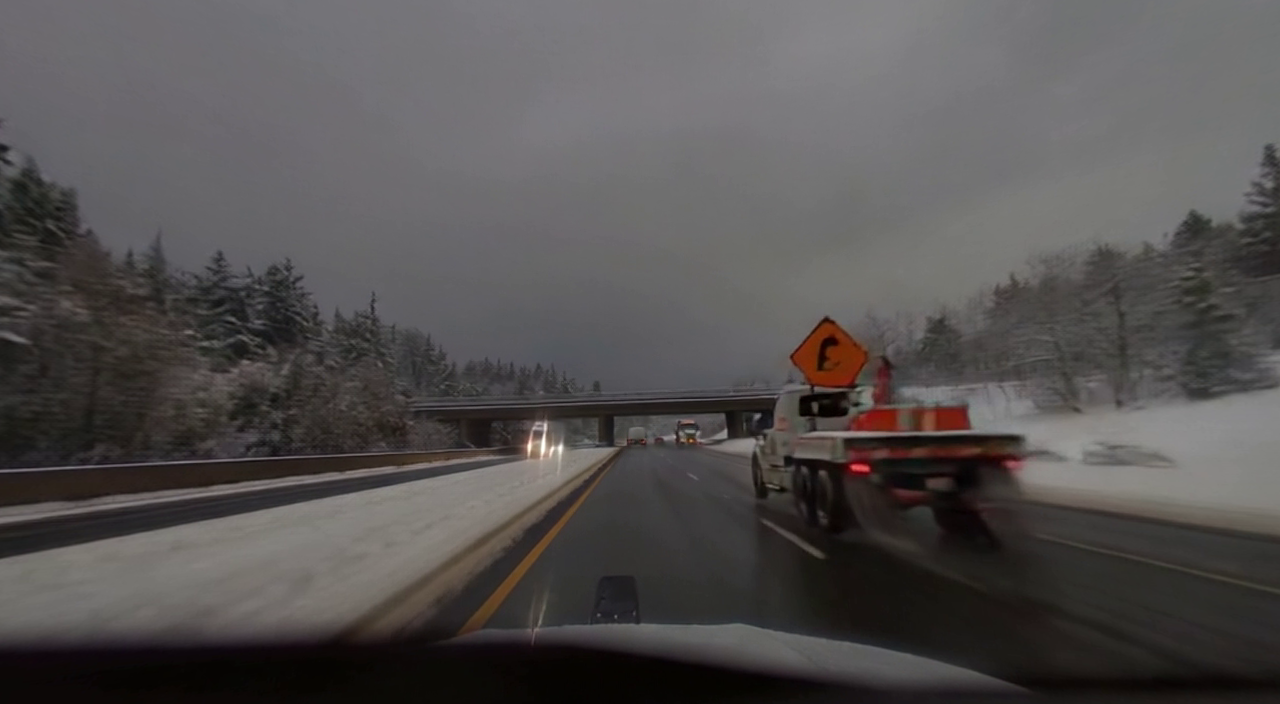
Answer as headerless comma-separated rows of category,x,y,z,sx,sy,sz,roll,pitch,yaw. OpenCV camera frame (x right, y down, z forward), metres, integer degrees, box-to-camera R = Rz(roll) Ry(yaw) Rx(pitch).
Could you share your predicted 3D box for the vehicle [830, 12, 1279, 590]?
vehicle,4.490,-0.145,7.025,2.875,4.206,4.999,-3,-9,0
